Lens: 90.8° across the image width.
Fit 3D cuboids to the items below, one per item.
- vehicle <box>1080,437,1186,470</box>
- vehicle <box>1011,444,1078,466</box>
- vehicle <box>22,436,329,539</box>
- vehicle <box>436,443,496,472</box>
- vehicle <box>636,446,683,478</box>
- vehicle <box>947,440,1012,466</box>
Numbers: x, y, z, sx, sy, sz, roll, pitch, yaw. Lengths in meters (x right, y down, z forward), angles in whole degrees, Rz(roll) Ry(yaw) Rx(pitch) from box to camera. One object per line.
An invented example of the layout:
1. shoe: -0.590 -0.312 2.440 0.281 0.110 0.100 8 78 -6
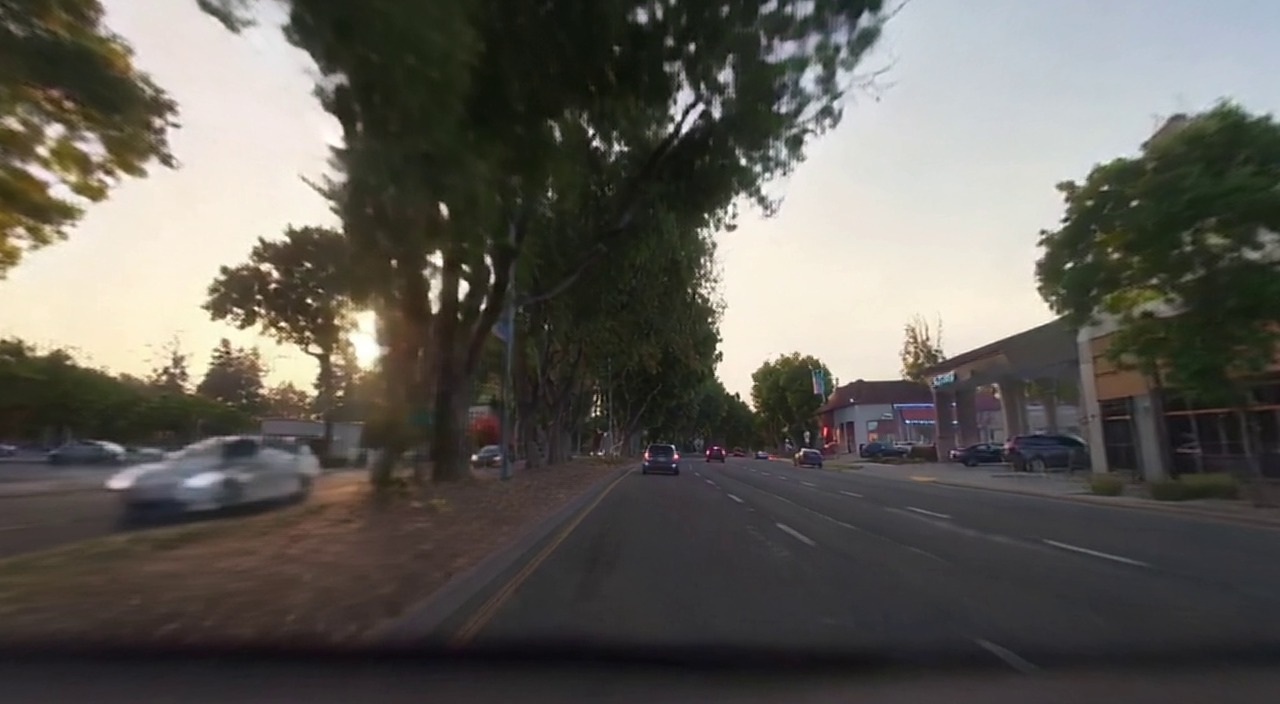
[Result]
1. vehicle: 24.194 5.048 31.239 1.780 1.463 4.112 -1 -10 -2
2. vehicle: 28.206 7.173 44.198 1.844 1.481 3.904 0 -9 -4
3. vehicle: -8.053 2.363 11.749 2.063 1.483 4.751 -1 -9 1
4. vehicle: -10.384 6.307 38.068 1.987 1.626 4.654 -1 -9 4
5. vehicle: 0.981 5.304 30.752 2.095 1.456 3.873 -1 -9 3
6. vehicle: 23.226 6.932 43.363 1.864 1.655 4.179 0 -9 -4
